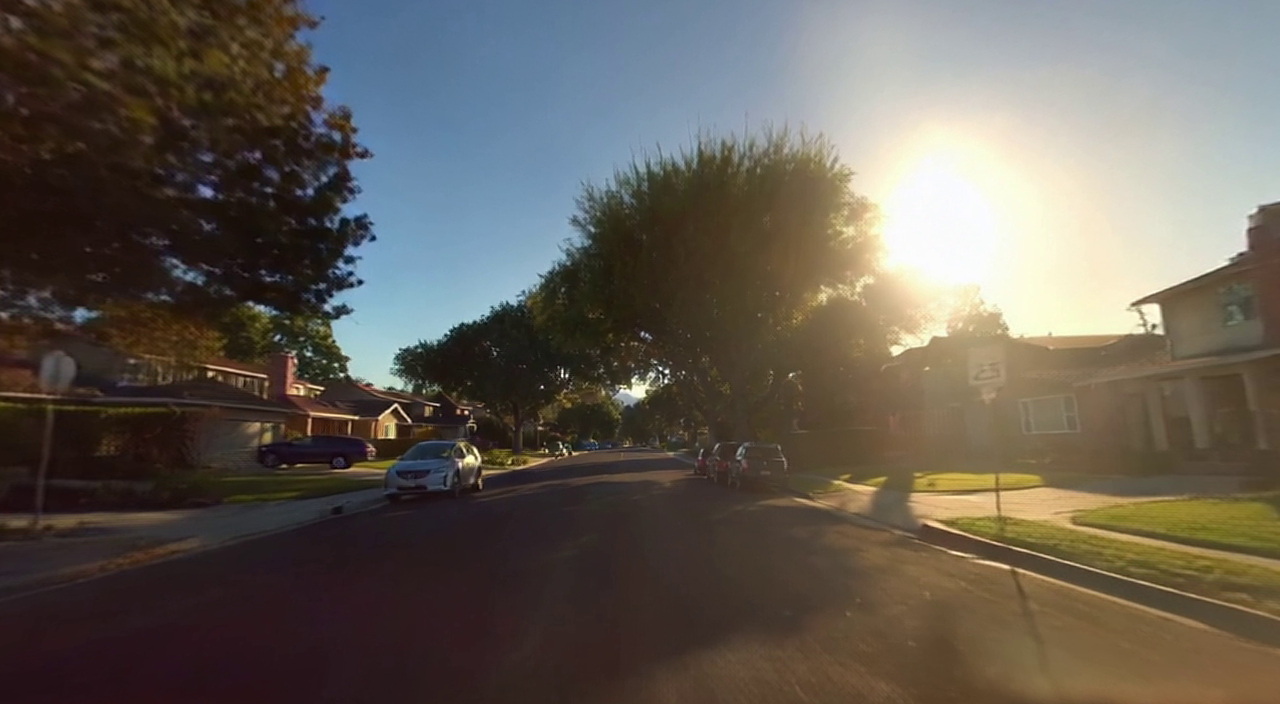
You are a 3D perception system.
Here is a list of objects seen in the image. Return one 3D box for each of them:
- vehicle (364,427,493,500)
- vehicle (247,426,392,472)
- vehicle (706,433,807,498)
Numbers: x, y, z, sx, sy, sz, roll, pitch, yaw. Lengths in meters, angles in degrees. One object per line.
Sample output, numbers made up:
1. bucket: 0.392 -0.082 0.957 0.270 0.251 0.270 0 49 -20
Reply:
1. vehicle: -6.422 3.486 20.101 2.322 1.949 5.695 -1 -9 -2
2. vehicle: -13.598 4.153 27.086 5.024 1.903 2.102 0 -9 1
3. vehicle: 3.392 3.405 19.385 2.033 1.730 4.554 0 -9 -2
